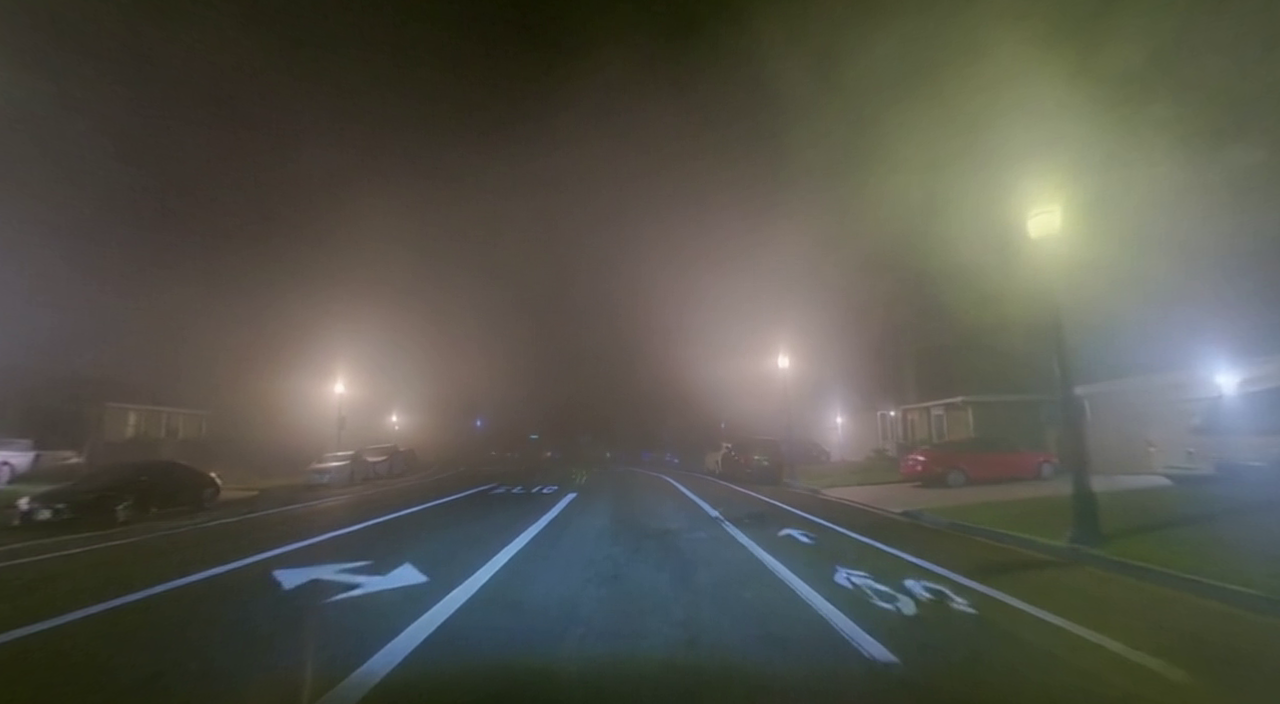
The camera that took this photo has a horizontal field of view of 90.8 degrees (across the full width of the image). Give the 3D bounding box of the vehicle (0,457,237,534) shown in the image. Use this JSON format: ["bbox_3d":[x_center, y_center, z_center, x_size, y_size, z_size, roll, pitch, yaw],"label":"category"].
[{"bbox_3d":[-11.644,3.193,14.625,1.948,1.410,4.361,0,-9,-3],"label":"vehicle"}]

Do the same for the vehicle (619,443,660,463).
[{"bbox_3d":[-0.068,7.775,48.670,1.844,1.485,4.193,3,-9,-20],"label":"vehicle"}]

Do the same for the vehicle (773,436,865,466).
[{"bbox_3d":[9.353,5.203,33.216,4.158,1.521,1.921,1,-9,-6],"label":"vehicle"}]

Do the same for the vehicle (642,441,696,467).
[{"bbox_3d":[1.853,6.752,42.101,2.367,1.614,4.463,2,-9,-14],"label":"vehicle"}]

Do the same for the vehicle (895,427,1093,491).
[{"bbox_3d":[10.101,3.080,18.268,4.512,1.477,1.927,-3,-9,-3],"label":"vehicle"}]

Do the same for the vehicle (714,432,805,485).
[{"bbox_3d":[4.274,3.912,23.490,2.184,1.770,4.651,1,-9,-4],"label":"vehicle"}]

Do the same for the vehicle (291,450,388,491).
[{"bbox_3d":[-12.176,4.794,25.989,2.012,1.478,4.661,1,-9,-4],"label":"vehicle"}]

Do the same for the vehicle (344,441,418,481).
[{"bbox_3d":[-12.691,5.354,31.347,2.107,1.810,4.708,1,-9,-6],"label":"vehicle"}]
